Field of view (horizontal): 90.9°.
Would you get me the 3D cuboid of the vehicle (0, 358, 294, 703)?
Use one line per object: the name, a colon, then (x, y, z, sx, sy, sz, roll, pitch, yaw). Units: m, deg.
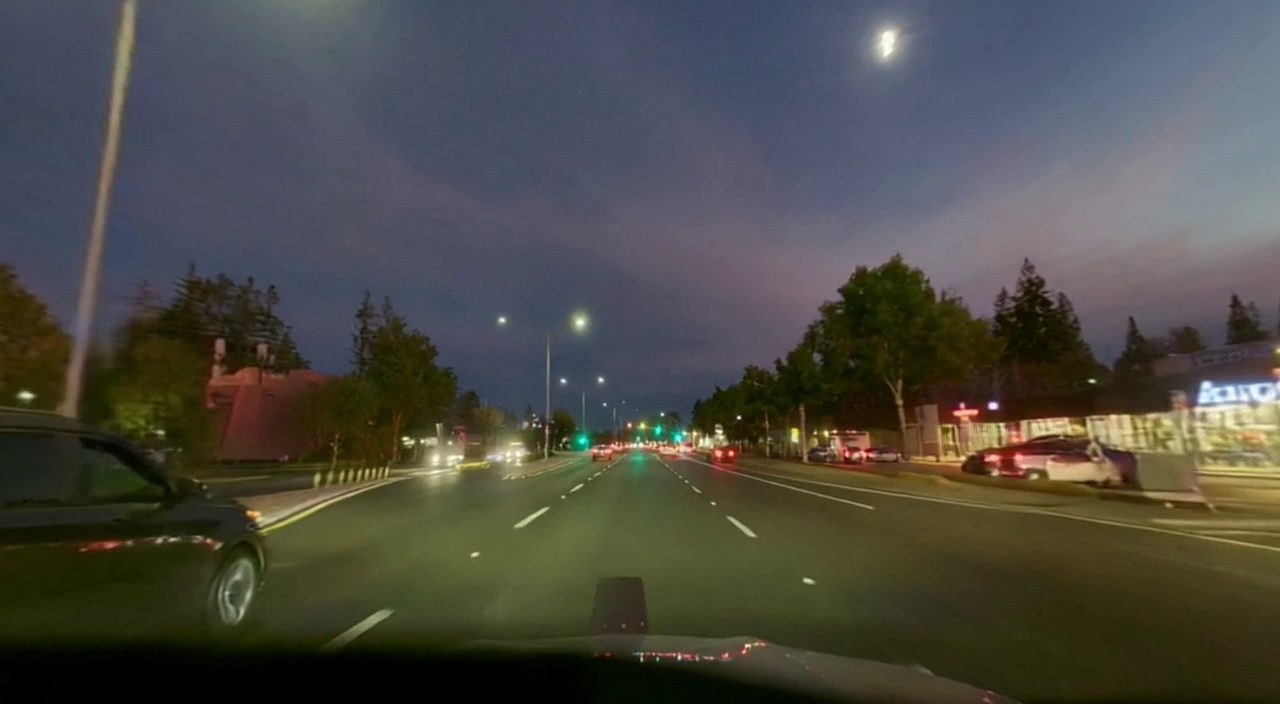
vehicle: (-3.525, 0.853, 2.520, 1.983, 1.635, 3.957, 0, -8, 0)

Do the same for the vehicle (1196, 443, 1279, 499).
vehicle: (20.512, 3.935, 21.332, 2.102, 1.673, 4.947, -8, -12, 44)

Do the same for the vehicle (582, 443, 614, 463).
vehicle: (-3.094, 7.520, 47.126, 2.005, 1.446, 4.265, 0, -8, 1)

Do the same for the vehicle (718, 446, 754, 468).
vehicle: (6.796, 7.470, 44.960, 1.888, 1.425, 4.547, 0, -8, 0)

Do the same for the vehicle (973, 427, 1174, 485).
vehicle: (15.820, 3.734, 23.396, 1.691, 1.670, 5.790, 0, -4, -39)
